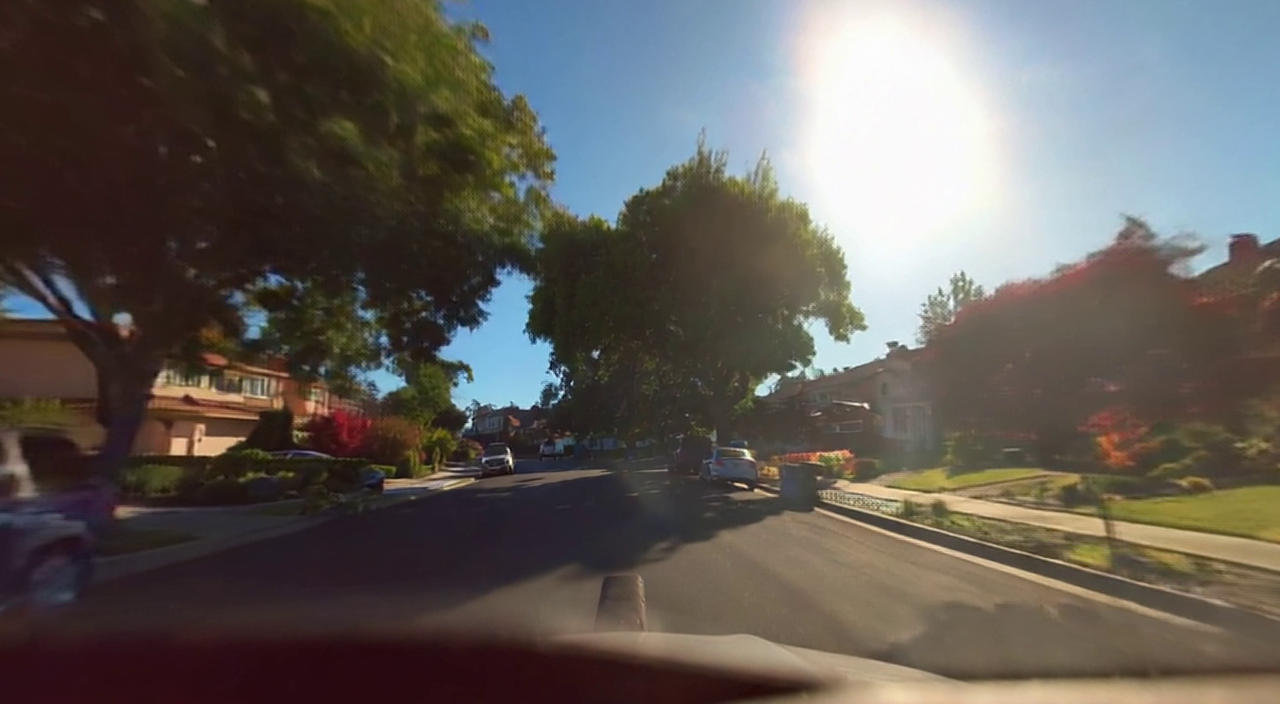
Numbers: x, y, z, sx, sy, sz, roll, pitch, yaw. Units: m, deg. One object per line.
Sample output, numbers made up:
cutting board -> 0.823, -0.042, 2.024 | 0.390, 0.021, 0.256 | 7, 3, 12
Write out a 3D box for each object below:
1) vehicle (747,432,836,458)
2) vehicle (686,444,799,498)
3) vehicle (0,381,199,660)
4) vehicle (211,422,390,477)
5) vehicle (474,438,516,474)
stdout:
vehicle -> 9.154, 5.649, 38.285 | 4.940, 1.477, 2.015 | 3, -8, -21
vehicle -> 3.016, 3.631, 19.831 | 1.984, 1.437, 4.726 | 0, -8, -11
vehicle -> -5.375, 1.046, 3.735 | 2.215, 1.859, 4.765 | 1, -8, -3
vehicle -> -13.736, 3.988, 26.094 | 6.197, 1.824, 2.113 | 0, -9, -19
vehicle -> -8.242, 5.842, 35.734 | 1.976, 1.855, 4.299 | 3, -8, -16
